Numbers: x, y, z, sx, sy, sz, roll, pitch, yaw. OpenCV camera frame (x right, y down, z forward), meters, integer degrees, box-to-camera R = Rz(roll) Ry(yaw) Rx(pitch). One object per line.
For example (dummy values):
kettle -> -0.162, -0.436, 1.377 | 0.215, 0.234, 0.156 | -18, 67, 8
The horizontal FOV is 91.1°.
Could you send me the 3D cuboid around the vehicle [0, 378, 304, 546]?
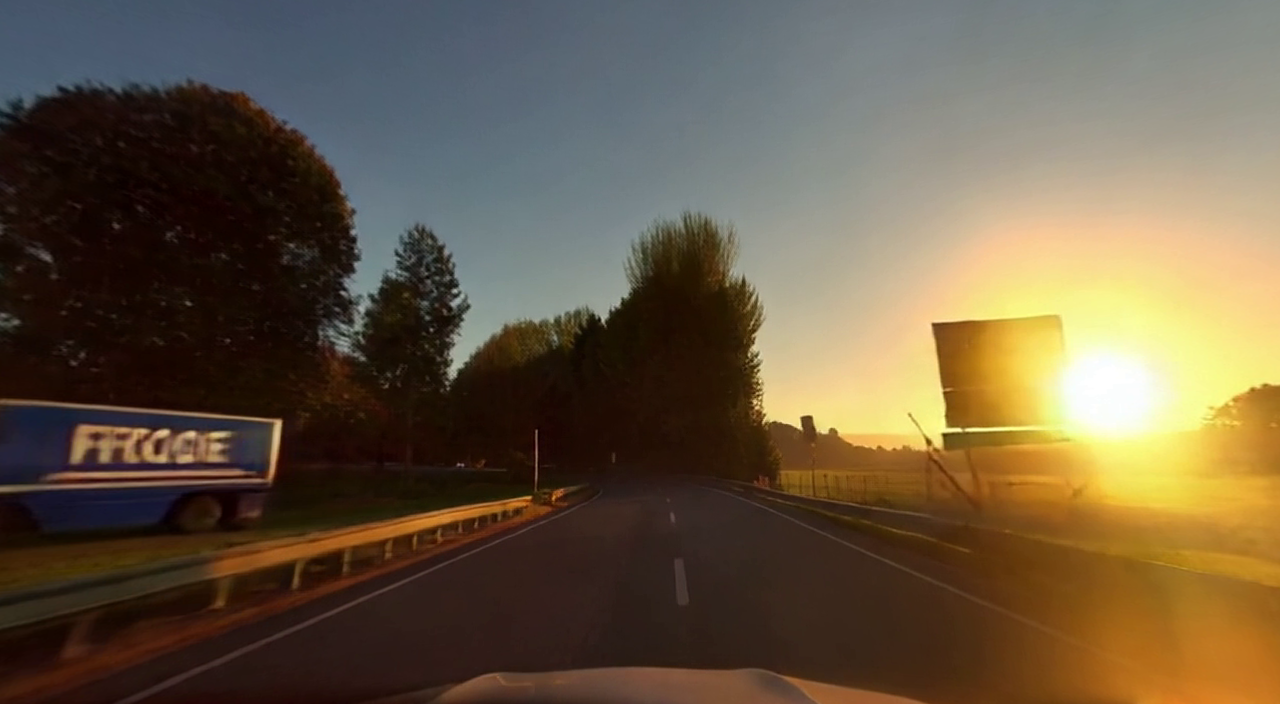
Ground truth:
vehicle -> -15.238, 3.413, 19.392 | 2.935, 4.083, 7.922 | -5, -12, 27
